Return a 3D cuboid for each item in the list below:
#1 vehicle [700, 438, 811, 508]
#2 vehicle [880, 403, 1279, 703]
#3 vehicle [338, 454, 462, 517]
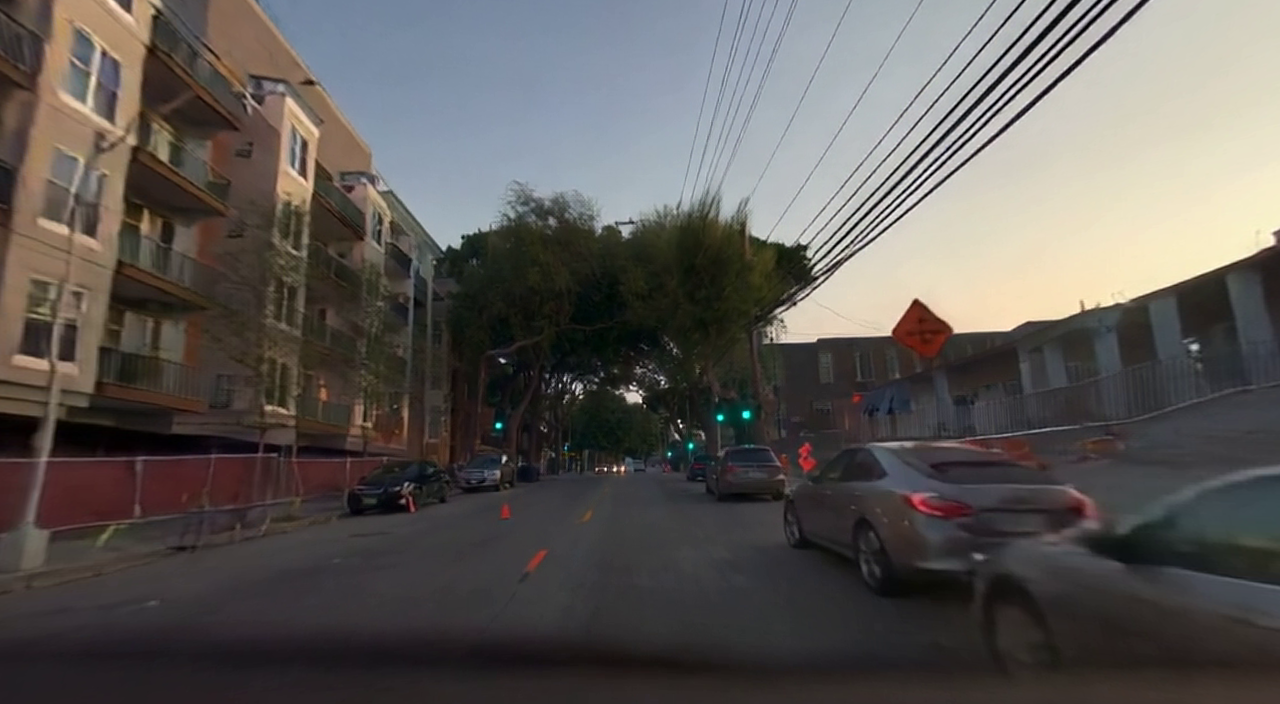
[{"bbox_3d":[3.168,3.440,18.505,2.141,1.737,5.009,0,-9,-2],"label":"vehicle"},{"bbox_3d":[2.911,0.989,2.460,2.010,1.499,4.754,0,-8,-1],"label":"vehicle"},{"bbox_3d":[-6.542,3.650,17.811,1.968,1.450,4.271,0,-8,-2],"label":"vehicle"}]
